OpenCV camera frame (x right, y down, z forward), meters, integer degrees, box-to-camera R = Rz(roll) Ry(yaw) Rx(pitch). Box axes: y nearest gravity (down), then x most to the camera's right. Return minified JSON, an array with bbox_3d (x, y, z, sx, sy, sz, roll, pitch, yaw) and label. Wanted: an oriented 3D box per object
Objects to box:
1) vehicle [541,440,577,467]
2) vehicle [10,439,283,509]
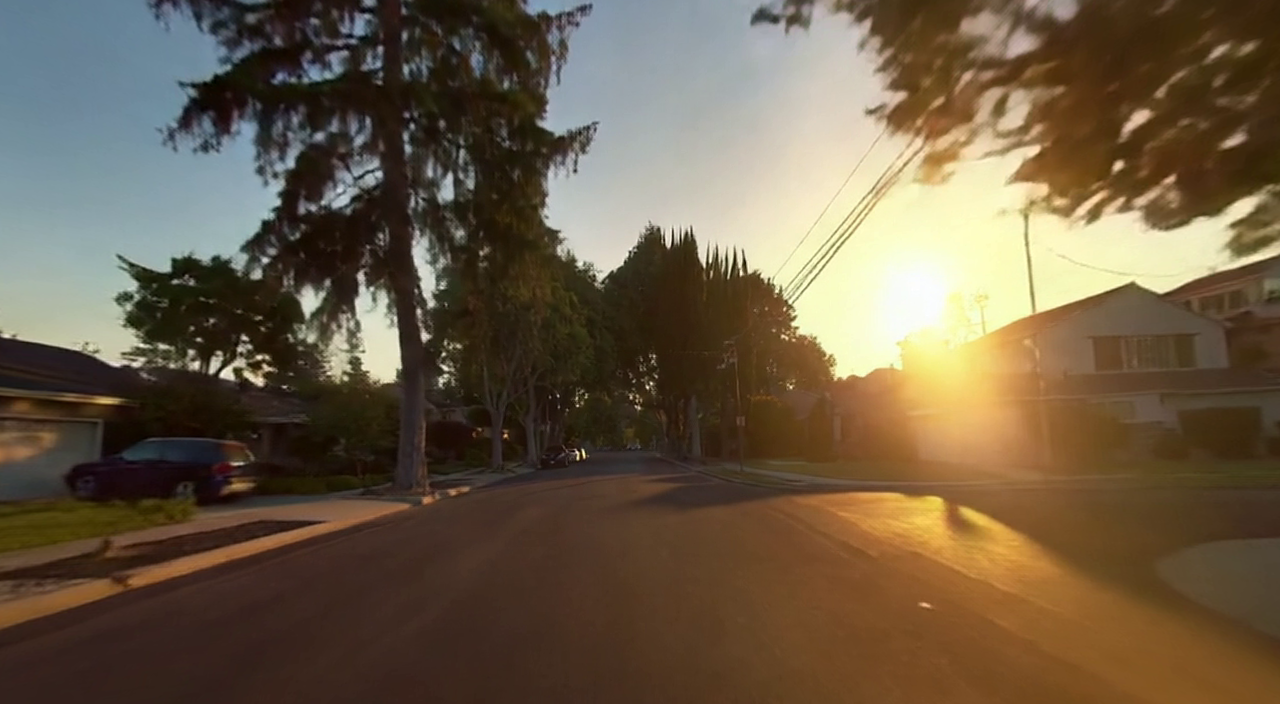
[{"bbox_3d":[-6.246,7.876,49.285,2.341,1.886,5.684,-1,-8,-2],"label":"vehicle"},{"bbox_3d":[-14.268,3.537,18.699,5.863,1.773,2.451,0,-8,-4],"label":"vehicle"}]
